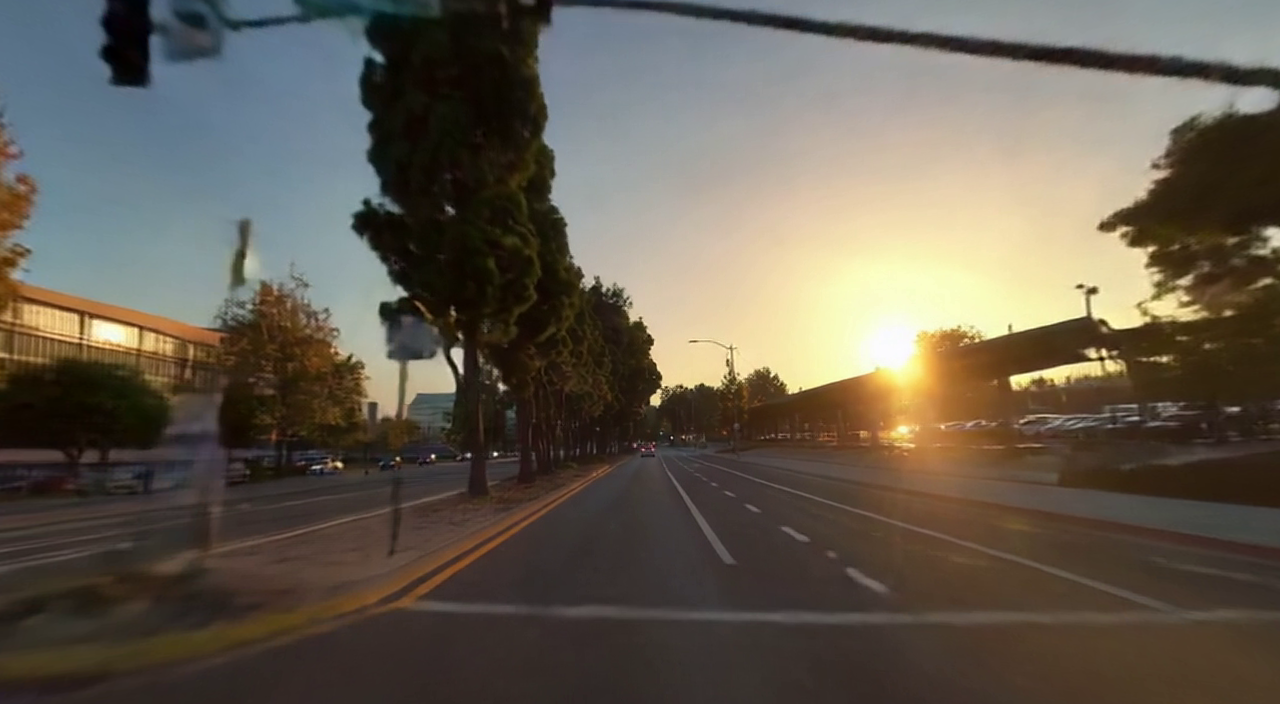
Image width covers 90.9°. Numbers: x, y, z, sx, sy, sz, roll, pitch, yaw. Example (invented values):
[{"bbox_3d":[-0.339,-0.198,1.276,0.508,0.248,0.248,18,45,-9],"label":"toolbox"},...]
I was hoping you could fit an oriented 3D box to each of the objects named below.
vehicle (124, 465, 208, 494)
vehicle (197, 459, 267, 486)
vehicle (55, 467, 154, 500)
[{"bbox_3d":[-29.654,7.943,39.607,1.815,1.531,4.544,0,-8,-1],"label":"vehicle"},{"bbox_3d":[-29.593,8.757,45.911,1.902,1.746,4.706,0,-8,1],"label":"vehicle"},{"bbox_3d":[-29.611,7.244,35.011,1.807,1.534,4.156,0,-8,0],"label":"vehicle"}]
